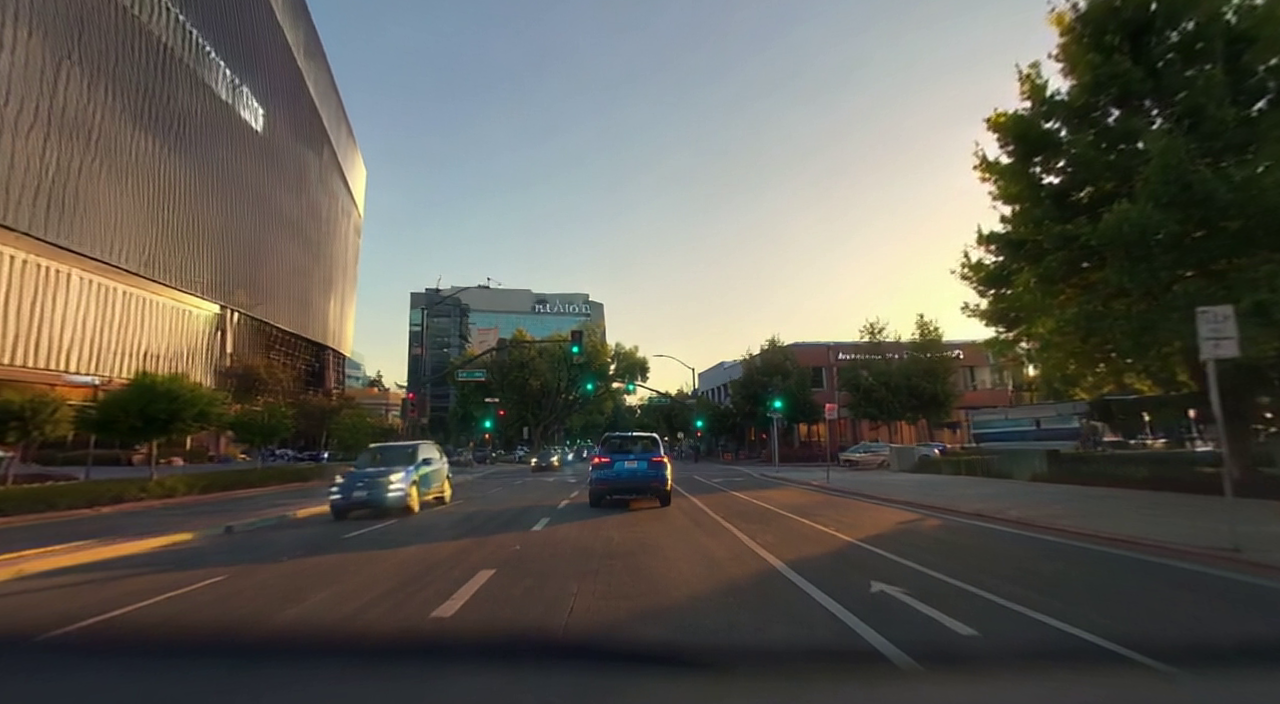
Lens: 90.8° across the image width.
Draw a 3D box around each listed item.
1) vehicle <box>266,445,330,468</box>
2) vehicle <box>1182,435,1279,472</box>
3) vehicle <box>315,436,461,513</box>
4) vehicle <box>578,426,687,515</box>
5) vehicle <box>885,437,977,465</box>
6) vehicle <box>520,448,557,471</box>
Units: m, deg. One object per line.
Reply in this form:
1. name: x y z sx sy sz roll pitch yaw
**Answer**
1. vehicle: -26.883 8.201 49.674 4.393 1.730 2.151 -5 -9 25
2. vehicle: 28.776 4.708 29.440 5.161 1.610 2.024 0 -8 -2
3. vehicle: -6.149 3.008 16.046 2.028 1.655 4.189 0 -8 -1
4. vehicle: -0.221 2.690 14.845 2.183 1.765 4.059 0 -8 -2
5. vehicle: 16.770 5.714 36.493 4.422 1.563 1.751 0 -9 -2
6. vehicle: -6.976 7.429 43.916 1.908 1.475 4.337 0 -8 0
